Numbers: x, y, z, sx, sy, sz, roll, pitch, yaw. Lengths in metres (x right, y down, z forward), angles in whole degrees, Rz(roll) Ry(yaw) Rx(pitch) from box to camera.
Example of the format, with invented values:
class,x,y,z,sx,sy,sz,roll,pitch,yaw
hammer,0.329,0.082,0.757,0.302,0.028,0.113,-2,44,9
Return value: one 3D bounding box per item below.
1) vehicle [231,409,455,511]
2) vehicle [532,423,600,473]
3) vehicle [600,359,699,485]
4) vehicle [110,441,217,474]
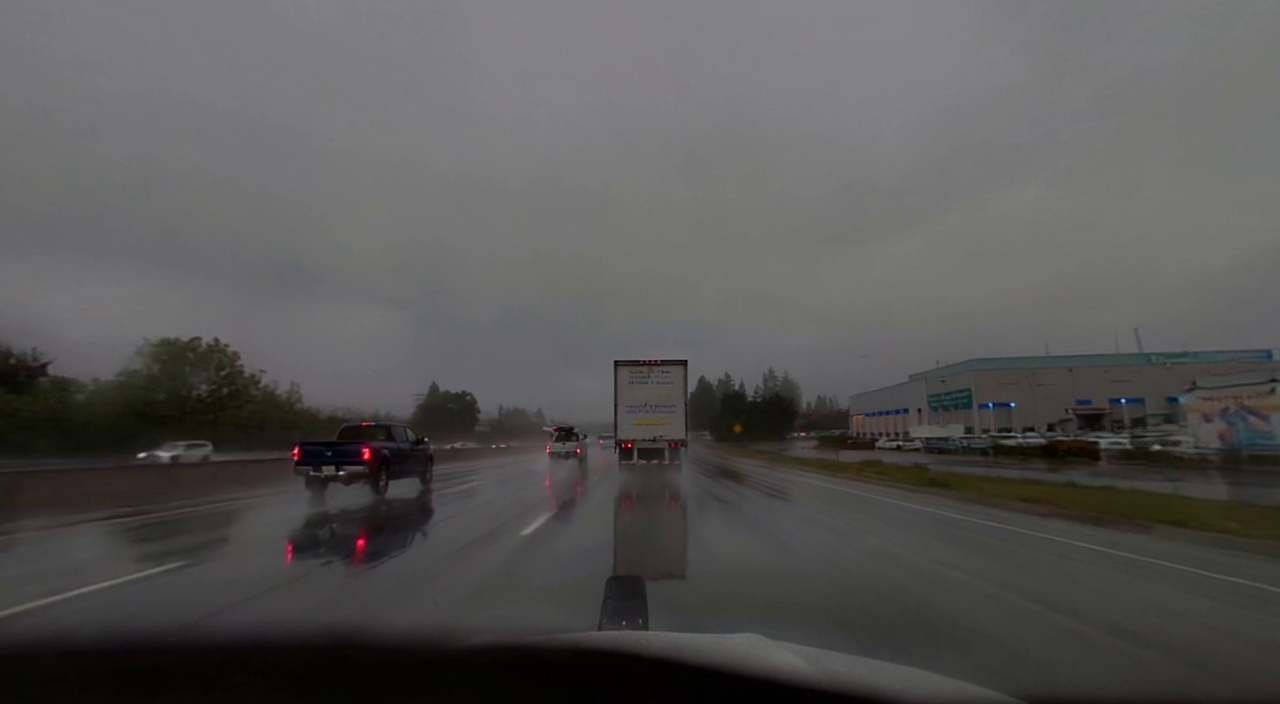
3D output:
class,x,y,z,sx,sy,sz,roll,pitch,yaw
vehicle,-6.683,2.558,15.350,2.479,1.978,5.952,0,-9,1
vehicle,-3.305,4.485,29.507,2.379,2.075,6.169,0,-9,0
vehicle,0.255,2.824,24.014,2.941,3.794,9.851,0,-9,0
vehicle,-24.483,5.423,32.652,1.936,1.605,4.646,0,-9,0
